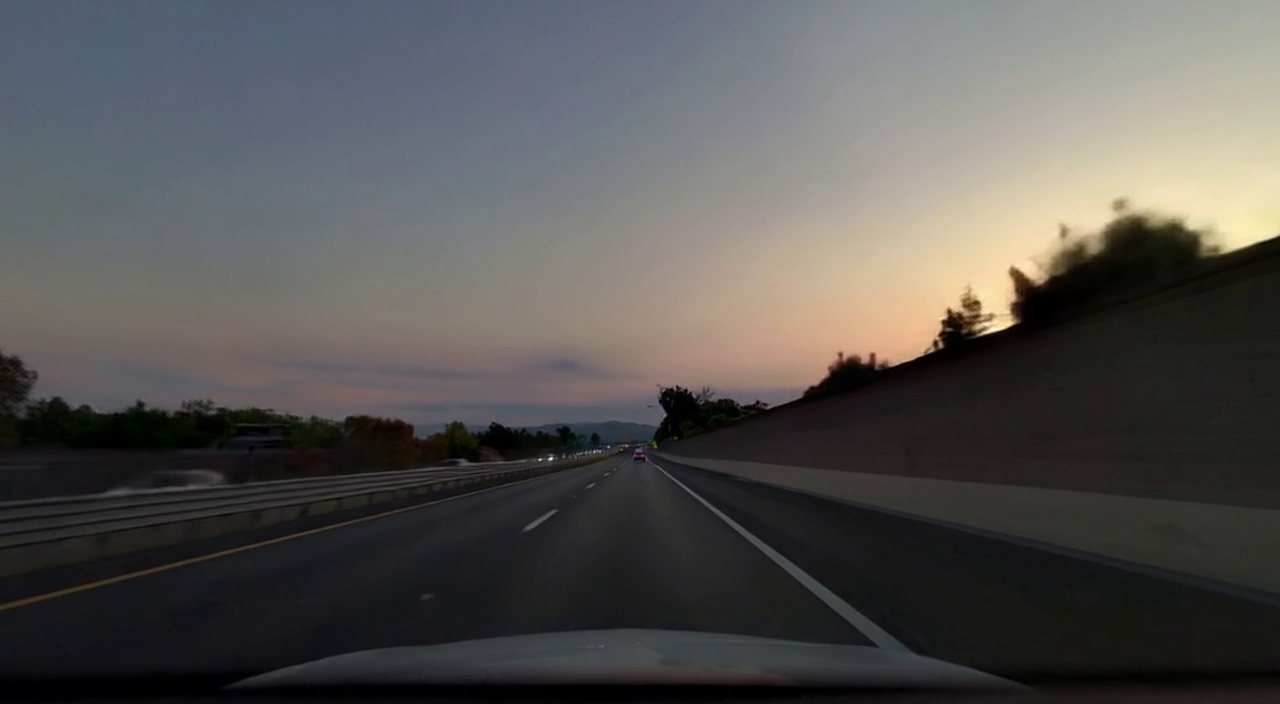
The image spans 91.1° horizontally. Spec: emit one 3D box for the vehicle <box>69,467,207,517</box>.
[{"bbox_3d":[-16.930,4.690,21.444,1.668,1.418,3.693,0,-9,-1],"label":"vehicle"}]
